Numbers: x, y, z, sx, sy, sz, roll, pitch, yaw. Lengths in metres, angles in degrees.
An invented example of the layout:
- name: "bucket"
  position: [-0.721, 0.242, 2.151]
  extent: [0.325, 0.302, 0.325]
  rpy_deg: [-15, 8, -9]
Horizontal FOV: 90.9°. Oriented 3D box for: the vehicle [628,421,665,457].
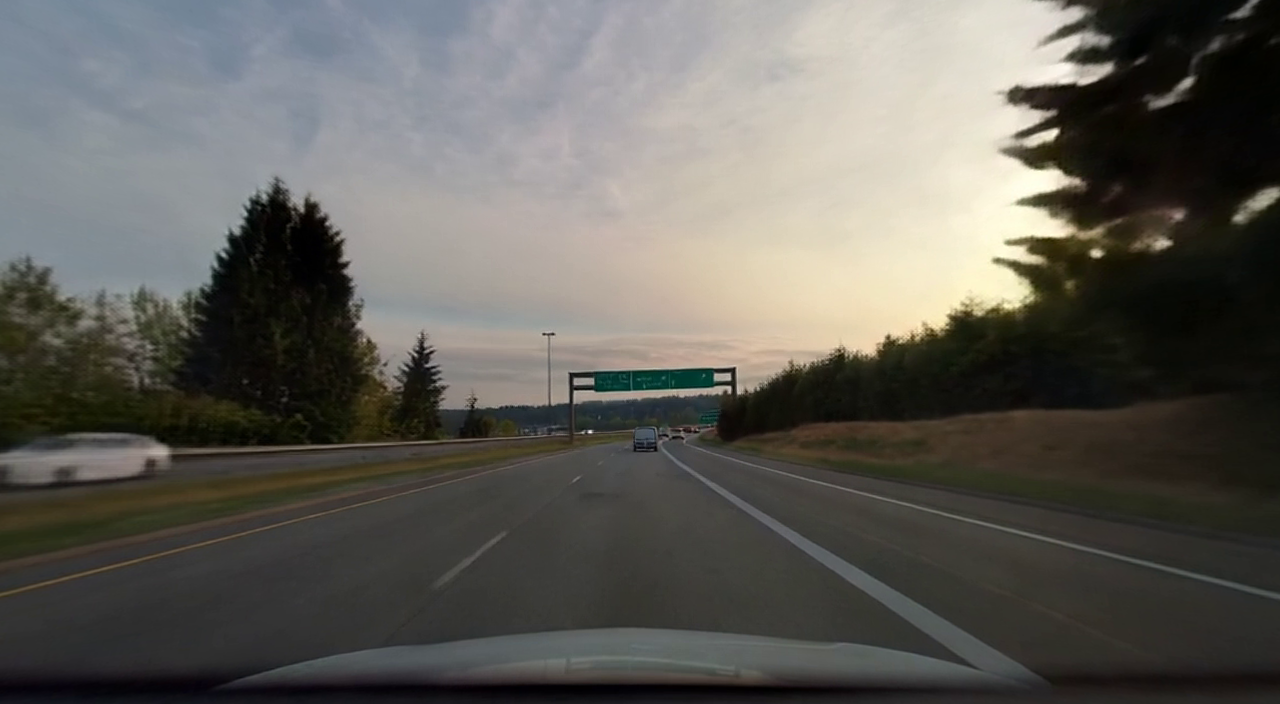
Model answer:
- name: "vehicle"
  position: [0.441, 6.109, 44.161]
  extent: [2.450, 2.314, 4.753]
  rpy_deg: [0, -8, 0]
